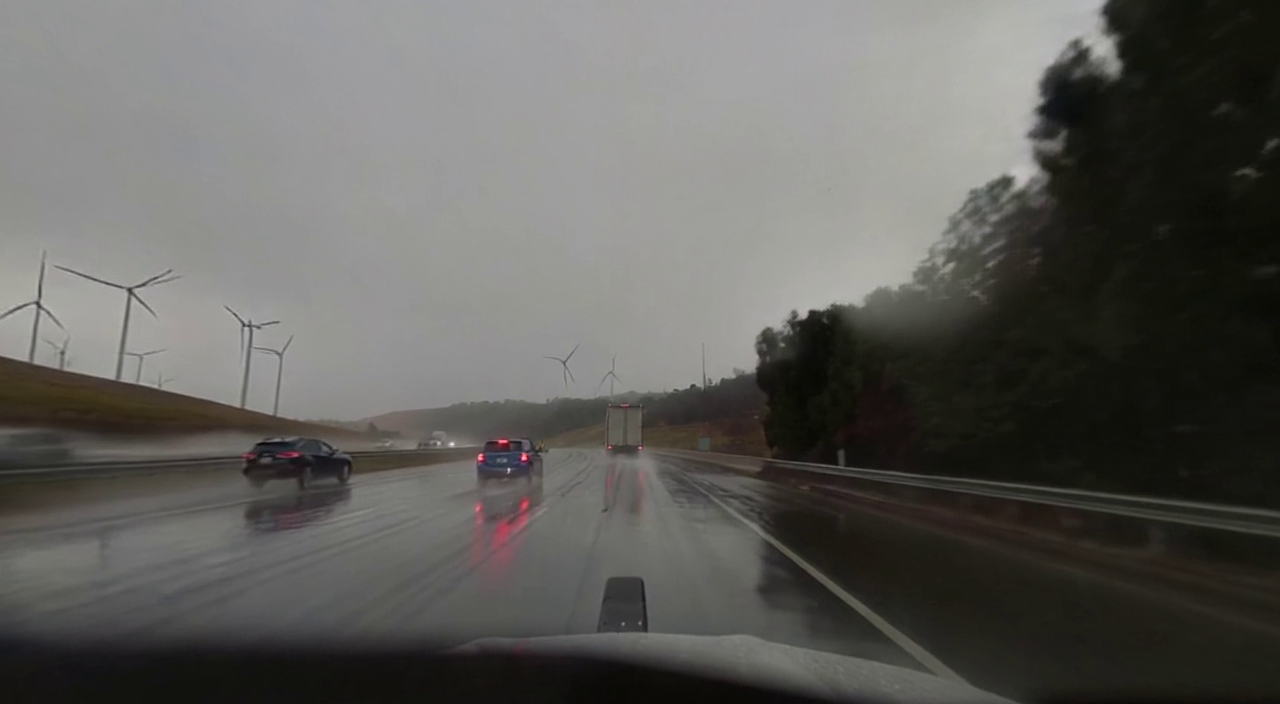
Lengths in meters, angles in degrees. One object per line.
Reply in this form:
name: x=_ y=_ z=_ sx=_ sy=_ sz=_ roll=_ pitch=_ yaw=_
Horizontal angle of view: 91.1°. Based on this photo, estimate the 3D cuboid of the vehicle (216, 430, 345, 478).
vehicle: x=-15.114 y=4.312 z=26.923 sx=2.285 sy=1.835 sz=5.672 roll=0 pitch=-8 yaw=-1

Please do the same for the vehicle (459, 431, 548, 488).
vehicle: x=-4.352 y=3.479 z=20.657 sx=2.109 sy=1.684 sz=3.783 roll=0 pitch=-8 yaw=-1
